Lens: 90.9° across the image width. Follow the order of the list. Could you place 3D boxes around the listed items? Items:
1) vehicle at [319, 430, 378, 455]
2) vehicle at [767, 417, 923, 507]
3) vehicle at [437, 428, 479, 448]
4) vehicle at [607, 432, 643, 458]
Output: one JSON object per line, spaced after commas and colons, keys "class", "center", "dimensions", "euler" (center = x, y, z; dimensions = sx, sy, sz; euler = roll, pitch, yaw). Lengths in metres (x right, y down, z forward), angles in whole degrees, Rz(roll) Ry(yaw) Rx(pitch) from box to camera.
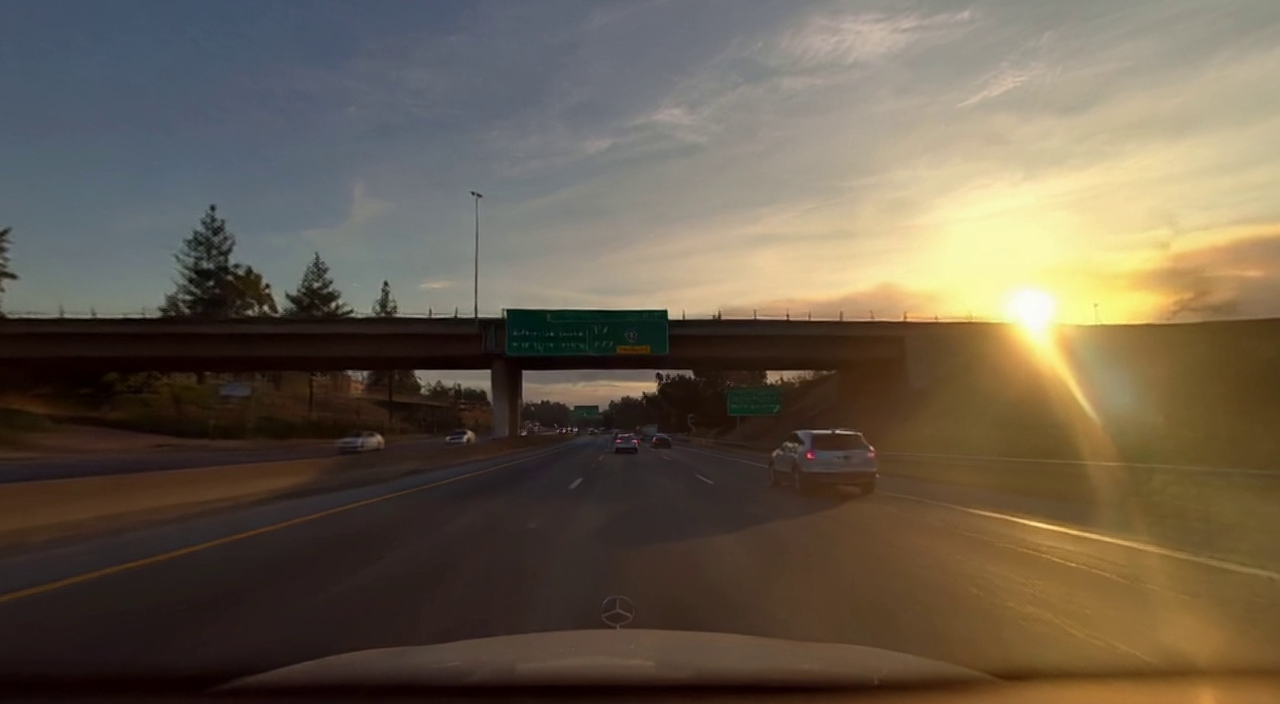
{"class": "vehicle", "center": [-17.864, 5.557, 38.777], "dimensions": [1.753, 1.452, 4.018], "euler": [0, -8, -1]}
{"class": "vehicle", "center": [4.064, 2.230, 13.234], "dimensions": [1.892, 1.600, 3.782], "euler": [0, -8, -1]}
{"class": "vehicle", "center": [-14.107, 6.710, 49.067], "dimensions": [2.017, 1.493, 4.377], "euler": [0, -8, -1]}
{"class": "vehicle", "center": [-0.899, 5.495, 37.273], "dimensions": [1.987, 1.440, 3.565], "euler": [0, -8, -1]}
